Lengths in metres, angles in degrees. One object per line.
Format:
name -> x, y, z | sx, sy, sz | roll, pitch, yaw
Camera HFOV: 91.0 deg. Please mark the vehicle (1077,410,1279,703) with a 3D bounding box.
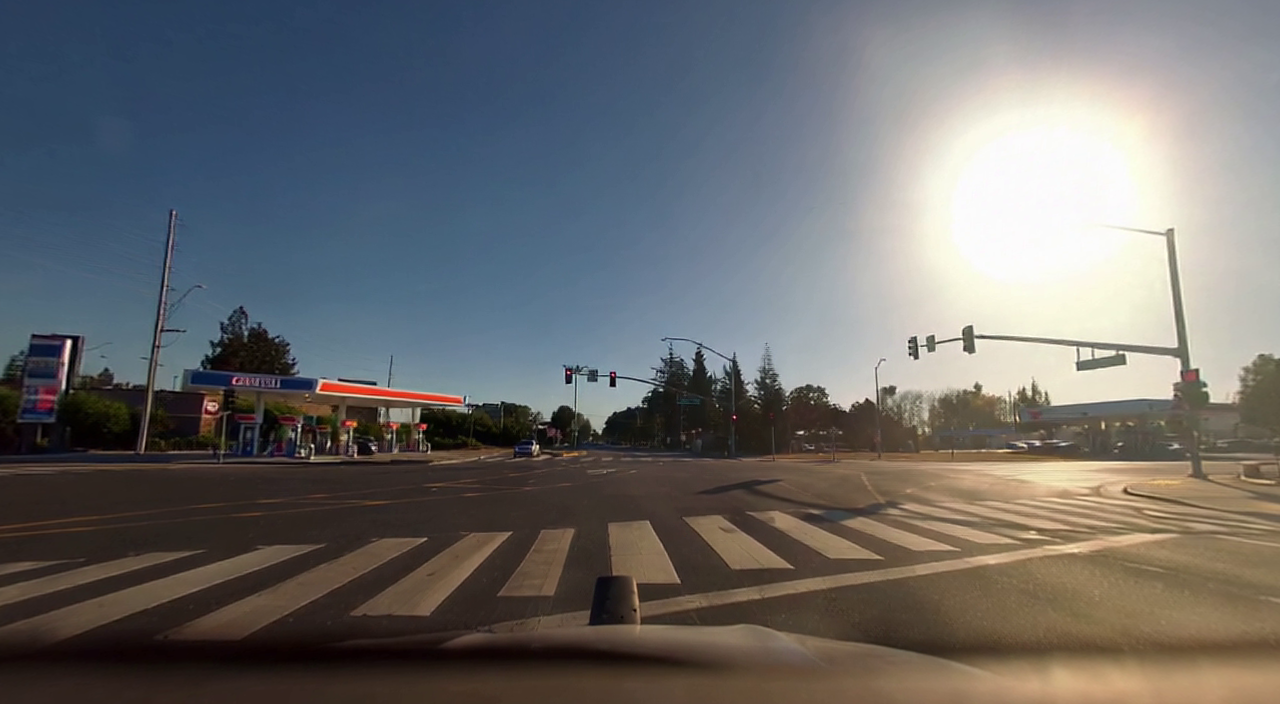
vehicle -> 3.323, 0.745, 1.023 | 2.023, 1.437, 4.477 | 0, -9, 0
